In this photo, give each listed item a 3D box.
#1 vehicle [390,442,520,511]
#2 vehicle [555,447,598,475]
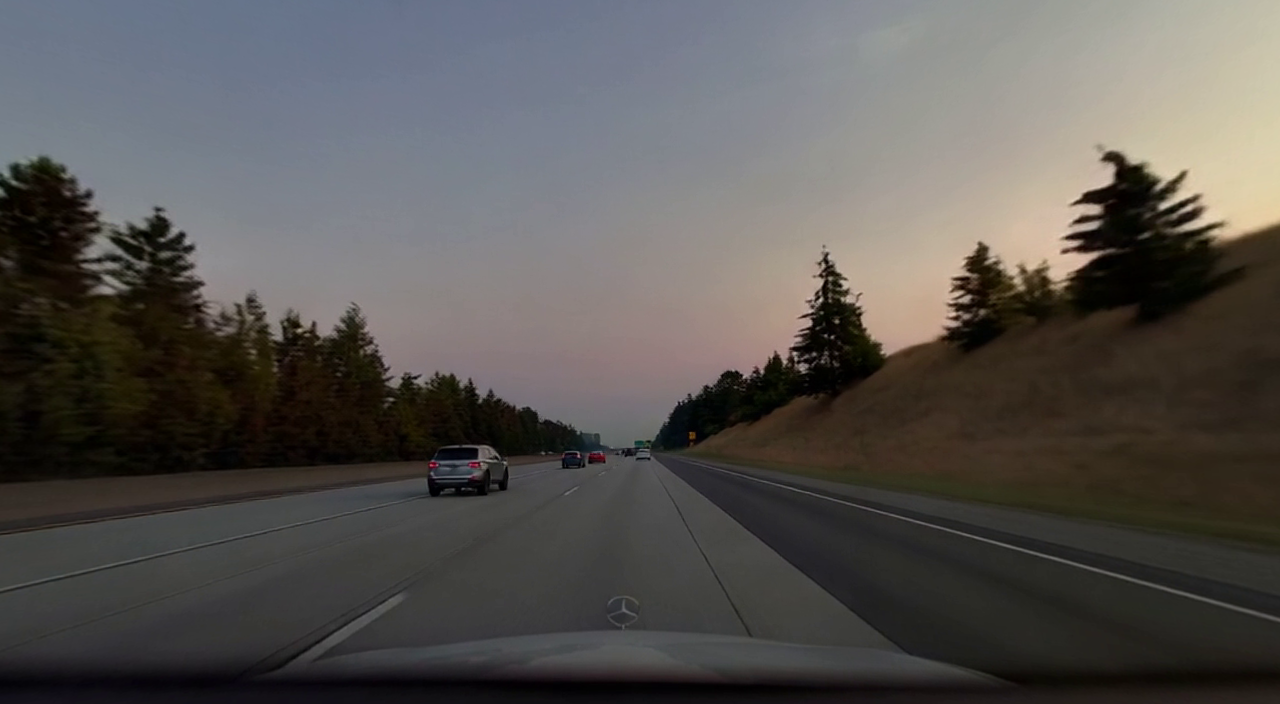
[{"bbox_3d":[-4.568,3.131,16.369,1.975,1.501,4.603,0,-9,0],"label":"vehicle"},{"bbox_3d":[-3.590,6.234,36.151,2.005,1.474,3.921,0,-9,1],"label":"vehicle"}]
